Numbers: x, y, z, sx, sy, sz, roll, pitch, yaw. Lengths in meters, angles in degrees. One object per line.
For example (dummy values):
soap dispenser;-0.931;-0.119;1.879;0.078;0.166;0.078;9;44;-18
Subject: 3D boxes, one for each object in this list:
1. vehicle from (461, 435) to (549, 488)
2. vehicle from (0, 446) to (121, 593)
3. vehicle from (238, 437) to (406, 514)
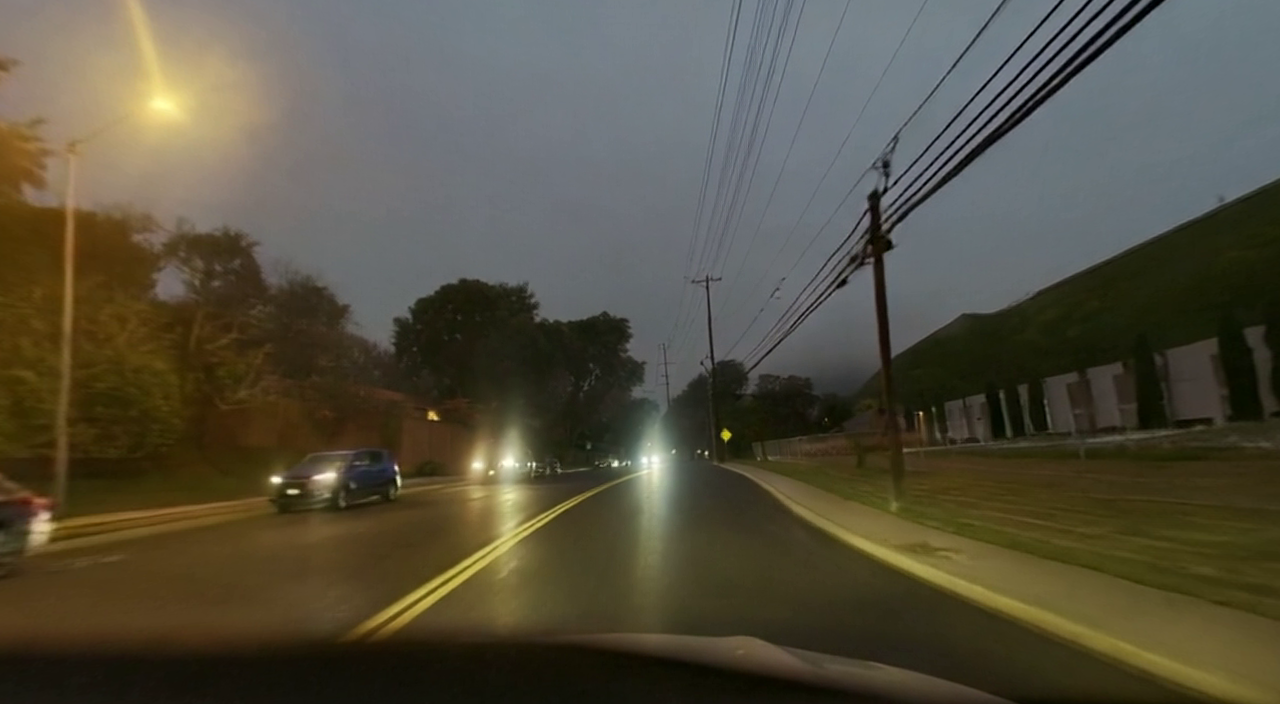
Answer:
vehicle;-6.003;4.951;28.809;2.295;1.989;5.055;-6;-10;6
vehicle;-7.657;1.560;5.855;1.840;1.523;4.333;2;-11;2
vehicle;-7.419;3.006;15.290;1.927;1.542;3.886;-2;-12;2
